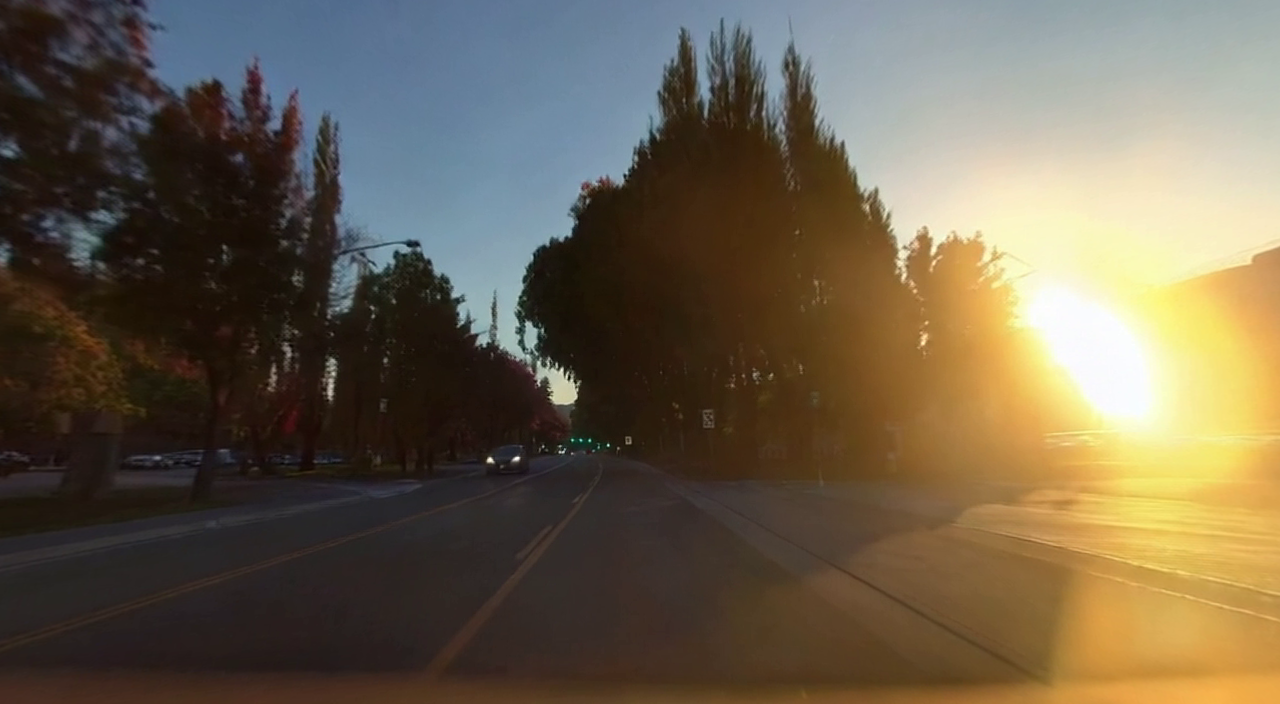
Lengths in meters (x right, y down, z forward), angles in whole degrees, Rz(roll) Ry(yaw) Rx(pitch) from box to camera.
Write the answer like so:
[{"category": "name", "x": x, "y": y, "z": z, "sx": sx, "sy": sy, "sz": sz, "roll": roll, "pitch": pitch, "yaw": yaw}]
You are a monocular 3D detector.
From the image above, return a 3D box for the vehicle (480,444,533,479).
[{"category": "vehicle", "x": -6.989, "y": 5.767, "z": 33.243, "sx": 2.017, "sy": 1.725, "sz": 4.115, "roll": 0, "pitch": -9, "yaw": -2}]
